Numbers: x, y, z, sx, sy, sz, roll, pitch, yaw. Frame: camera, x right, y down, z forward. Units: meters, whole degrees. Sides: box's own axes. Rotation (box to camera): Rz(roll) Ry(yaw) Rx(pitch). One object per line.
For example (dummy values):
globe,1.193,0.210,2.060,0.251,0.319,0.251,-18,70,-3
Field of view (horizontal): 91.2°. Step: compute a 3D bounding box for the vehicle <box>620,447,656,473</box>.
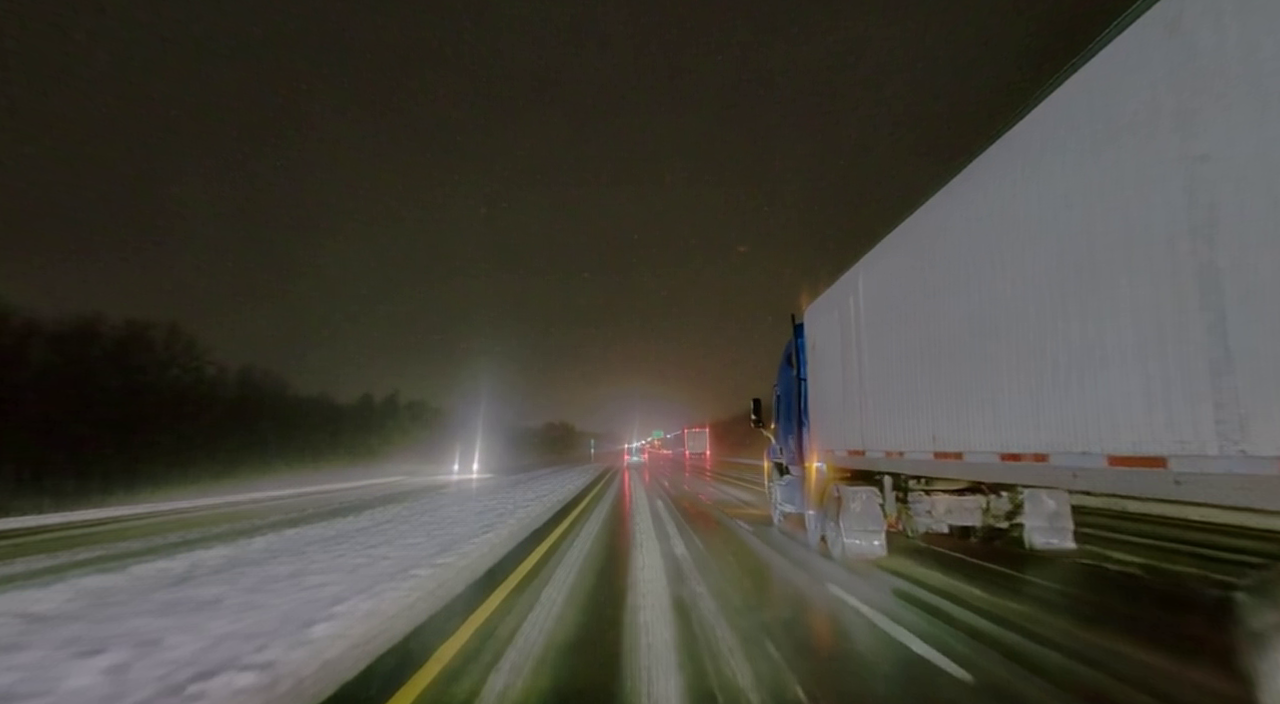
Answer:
vehicle,-0.159,6.657,38.734,2.083,1.473,3.923,0,-9,-1
